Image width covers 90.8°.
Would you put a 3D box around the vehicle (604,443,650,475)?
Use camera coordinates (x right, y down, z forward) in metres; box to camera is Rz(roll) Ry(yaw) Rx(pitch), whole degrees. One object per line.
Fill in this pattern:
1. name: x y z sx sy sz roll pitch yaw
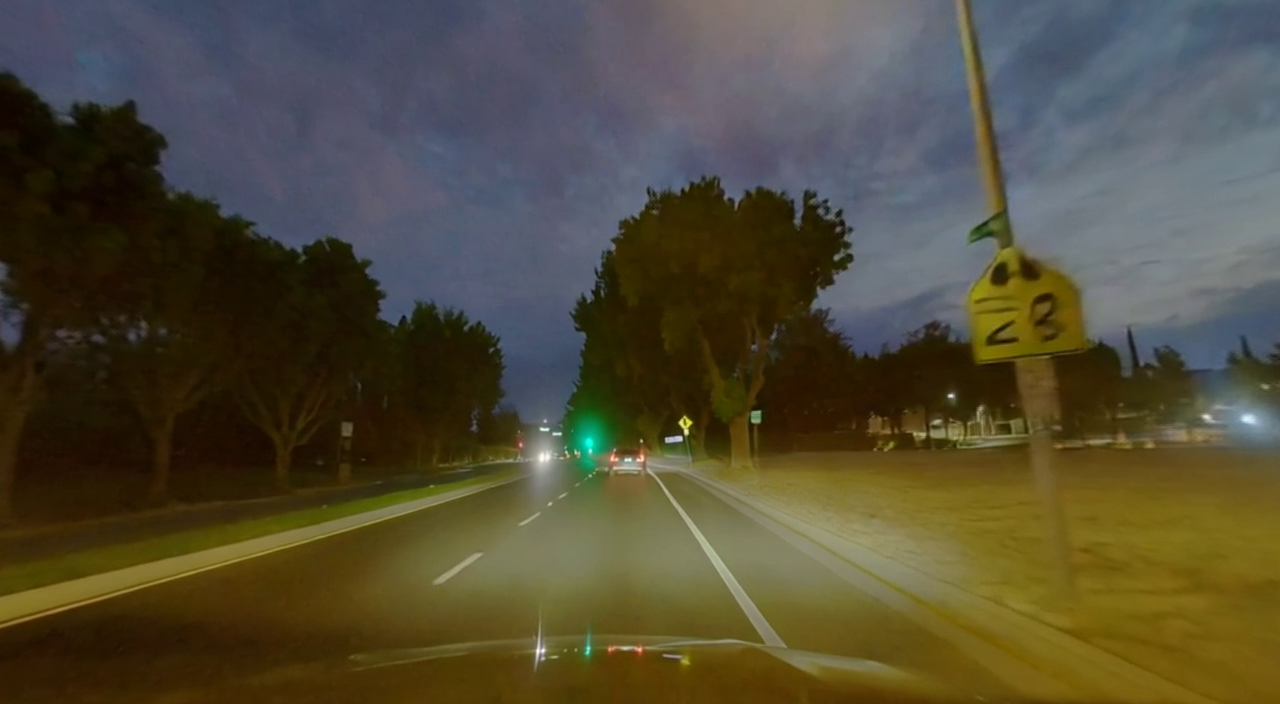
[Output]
1. vehicle: -0.585 5.308 31.529 2.111 1.466 4.223 -1 -8 2
